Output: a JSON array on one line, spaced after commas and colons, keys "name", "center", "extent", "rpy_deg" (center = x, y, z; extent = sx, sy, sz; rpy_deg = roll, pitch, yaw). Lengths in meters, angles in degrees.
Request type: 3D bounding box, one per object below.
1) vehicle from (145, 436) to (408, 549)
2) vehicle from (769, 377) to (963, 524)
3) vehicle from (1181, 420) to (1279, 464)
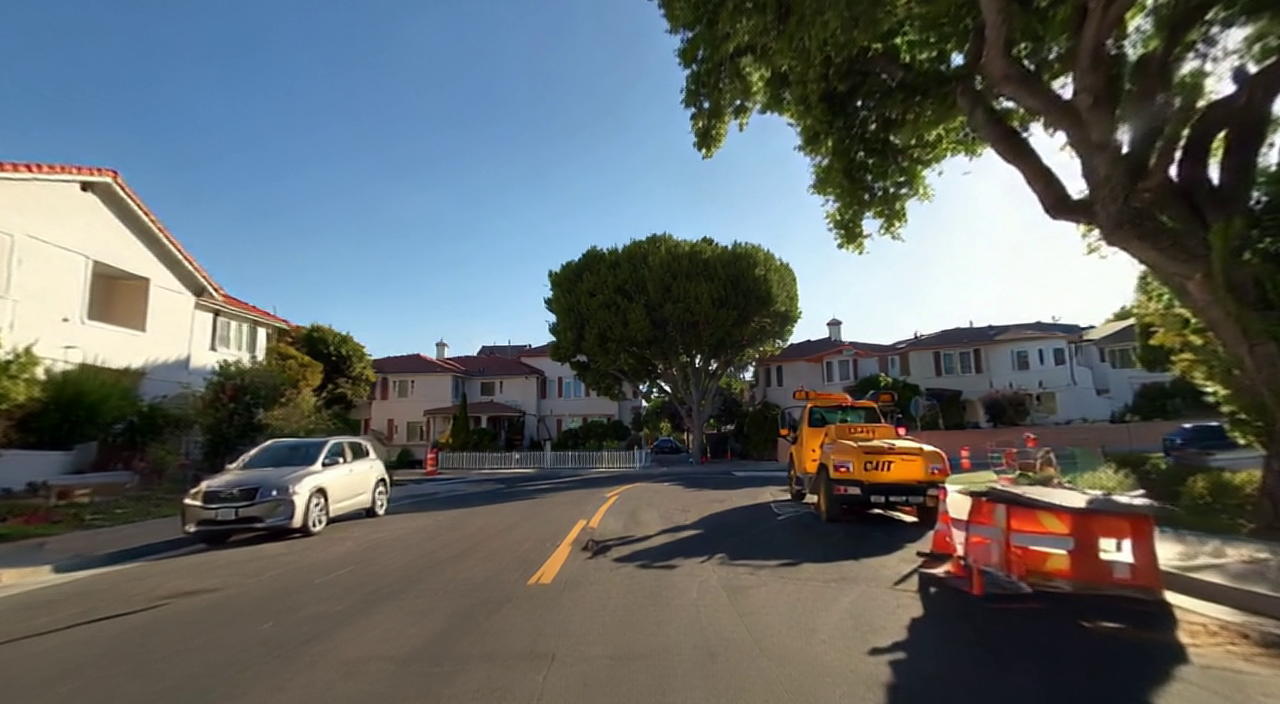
[{"name": "vehicle", "center": [-6.621, 2.537, 12.367], "extent": [2.220, 1.765, 4.799], "rpy_deg": [0, -8, 1]}, {"name": "vehicle", "center": [4.444, 2.024, 13.172], "extent": [2.501, 2.613, 3.505], "rpy_deg": [0, -9, -3]}, {"name": "vehicle", "center": [24.443, 3.486, 24.671], "extent": [4.540, 1.558, 1.980], "rpy_deg": [-2, -8, 1]}]
